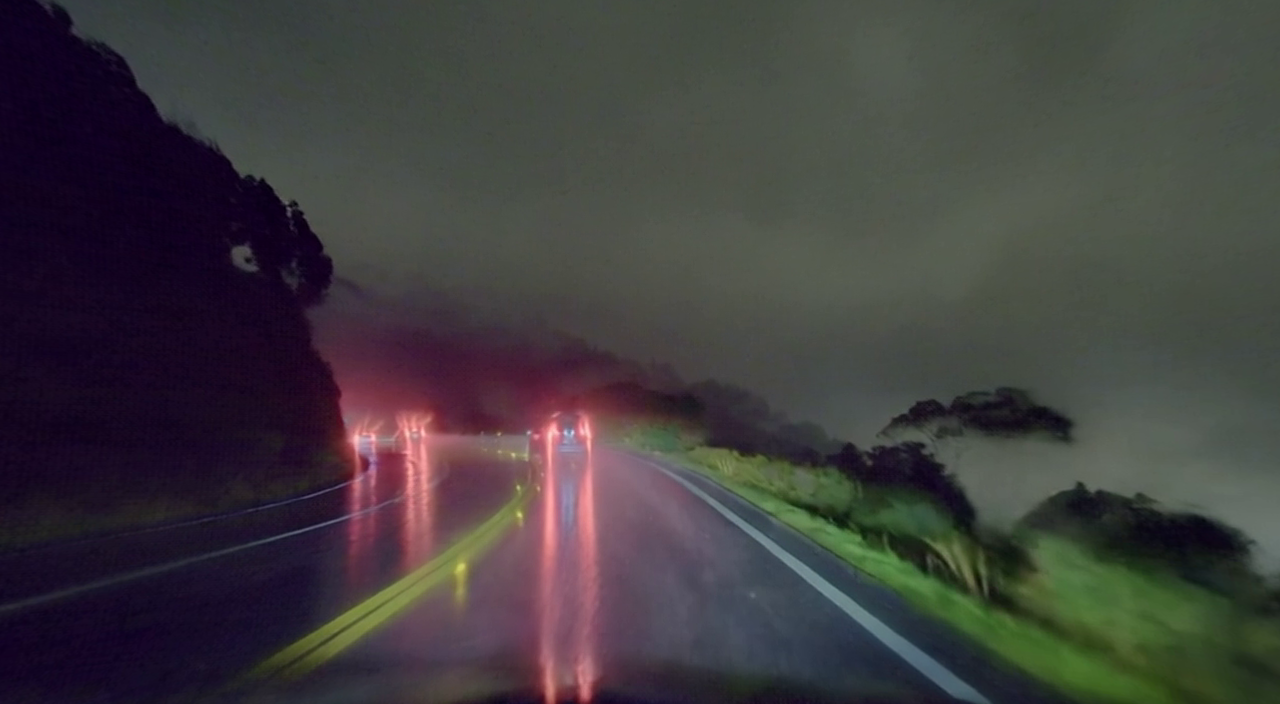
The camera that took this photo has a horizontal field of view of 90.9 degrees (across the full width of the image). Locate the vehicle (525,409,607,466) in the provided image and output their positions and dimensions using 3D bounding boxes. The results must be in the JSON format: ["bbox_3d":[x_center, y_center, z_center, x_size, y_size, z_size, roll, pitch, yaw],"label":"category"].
[{"bbox_3d":[-3.210,3.563,26.059,2.500,1.961,5.637,-1,-8,-15],"label":"vehicle"}]
